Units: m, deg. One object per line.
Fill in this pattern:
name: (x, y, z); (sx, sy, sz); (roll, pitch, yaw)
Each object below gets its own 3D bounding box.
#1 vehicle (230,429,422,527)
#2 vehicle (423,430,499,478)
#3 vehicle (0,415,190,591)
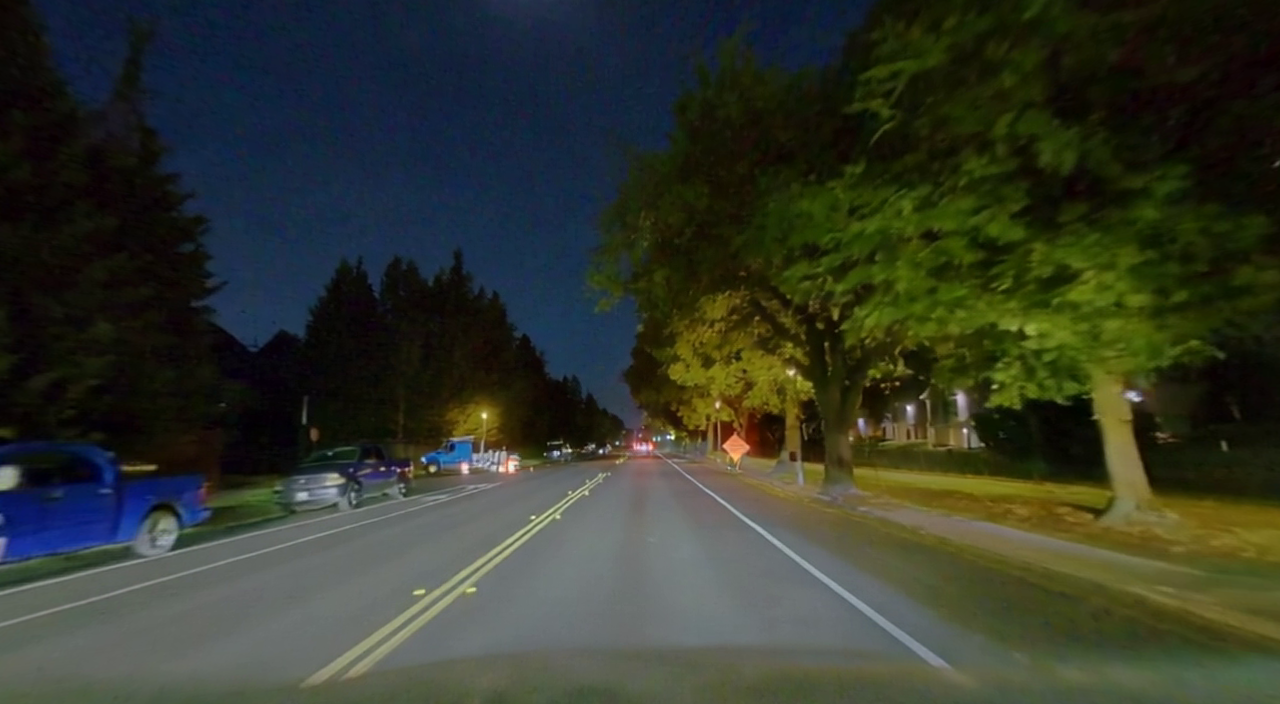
vehicle: (-8.239, 3.257, 17.404); (2.375, 2.016, 5.936); (-4, -7, -1)
vehicle: (-10.474, 5.941, 36.836); (4.120, 2.628, 2.064); (3, -9, -19)
vehicle: (-8.248, 1.746, 6.946); (2.375, 1.923, 5.790); (-4, -7, 1)
